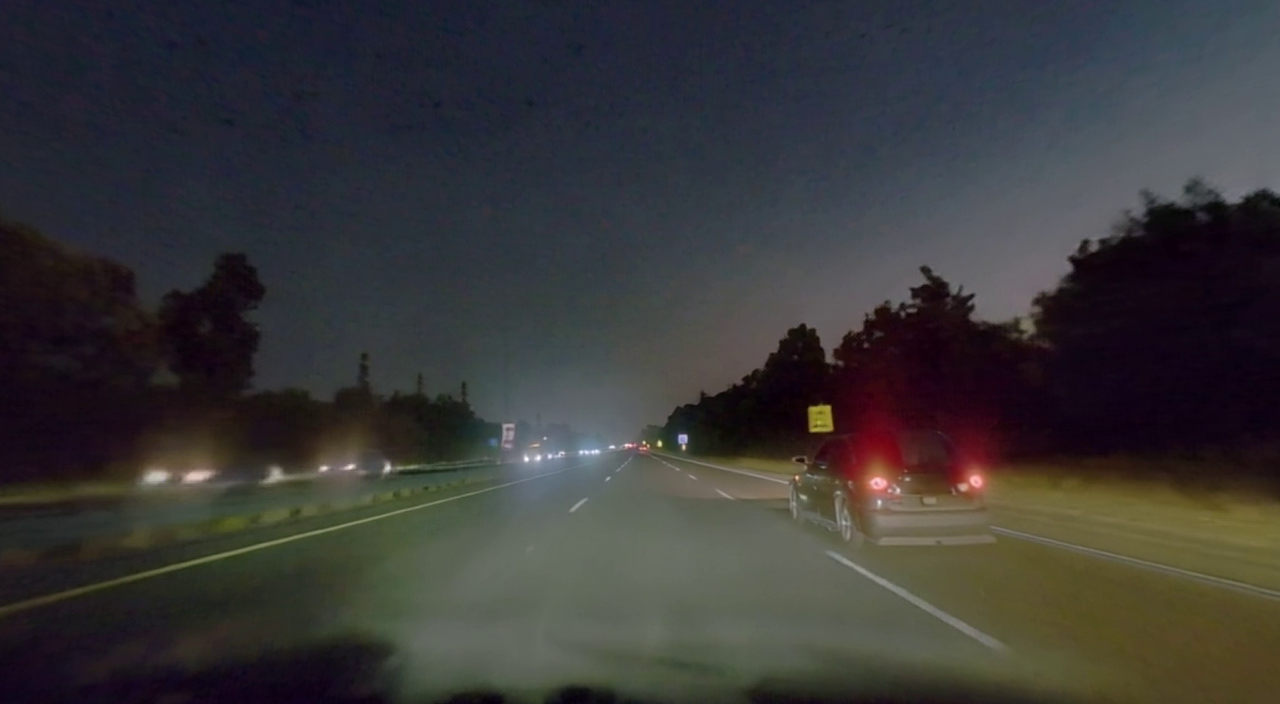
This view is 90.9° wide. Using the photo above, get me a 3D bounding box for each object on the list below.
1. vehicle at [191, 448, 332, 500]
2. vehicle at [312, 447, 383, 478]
[{"bbox_3d":[-12.085,3.889,20.524,1.879,1.478,4.279,0,-9,1],"label":"vehicle"},{"bbox_3d":[-16.859,6.376,36.550,1.999,1.675,4.393,0,-9,0],"label":"vehicle"}]
